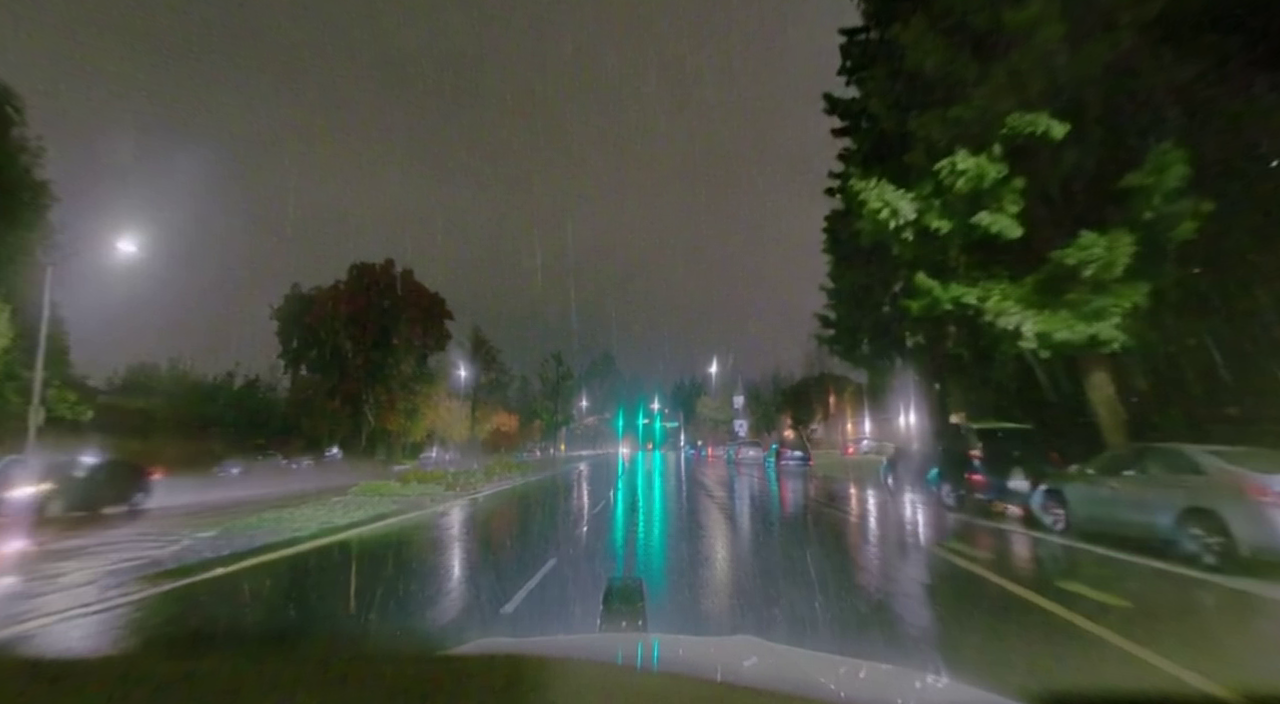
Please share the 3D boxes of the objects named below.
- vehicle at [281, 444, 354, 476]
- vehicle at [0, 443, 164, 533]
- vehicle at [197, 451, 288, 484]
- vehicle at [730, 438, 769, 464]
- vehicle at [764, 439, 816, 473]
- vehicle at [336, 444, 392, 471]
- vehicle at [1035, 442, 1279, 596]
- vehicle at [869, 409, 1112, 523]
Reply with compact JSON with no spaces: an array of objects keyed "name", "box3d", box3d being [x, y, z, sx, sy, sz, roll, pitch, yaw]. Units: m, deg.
[{"name":"vehicle","box3d":[-20.275,6.771,39.694,1.990,1.844,4.902,0,-8,0]},{"name":"vehicle","box3d":[-11.585,2.445,11.682,1.914,1.472,4.480,0,-8,0]},{"name":"vehicle","box3d":[-20.605,5.982,32.779,1.910,1.493,4.190,0,-8,1]},{"name":"vehicle","box3d":[8.075,7.346,46.726,2.032,1.844,4.964,0,-8,0]},{"name":"vehicle","box3d":[7.995,5.547,33.891,1.910,1.686,4.399,-1,-8,3]},{"name":"vehicle","box3d":[-20.145,7.691,45.990,1.901,1.785,4.676,0,-8,0]},{"name":"vehicle","box3d":[7.149,1.820,7.474,1.853,1.480,4.666,0,-8,0]},{"name":"vehicle","box3d":[7.549,2.519,14.523,2.306,2.088,5.571,0,-8,-1]}]
